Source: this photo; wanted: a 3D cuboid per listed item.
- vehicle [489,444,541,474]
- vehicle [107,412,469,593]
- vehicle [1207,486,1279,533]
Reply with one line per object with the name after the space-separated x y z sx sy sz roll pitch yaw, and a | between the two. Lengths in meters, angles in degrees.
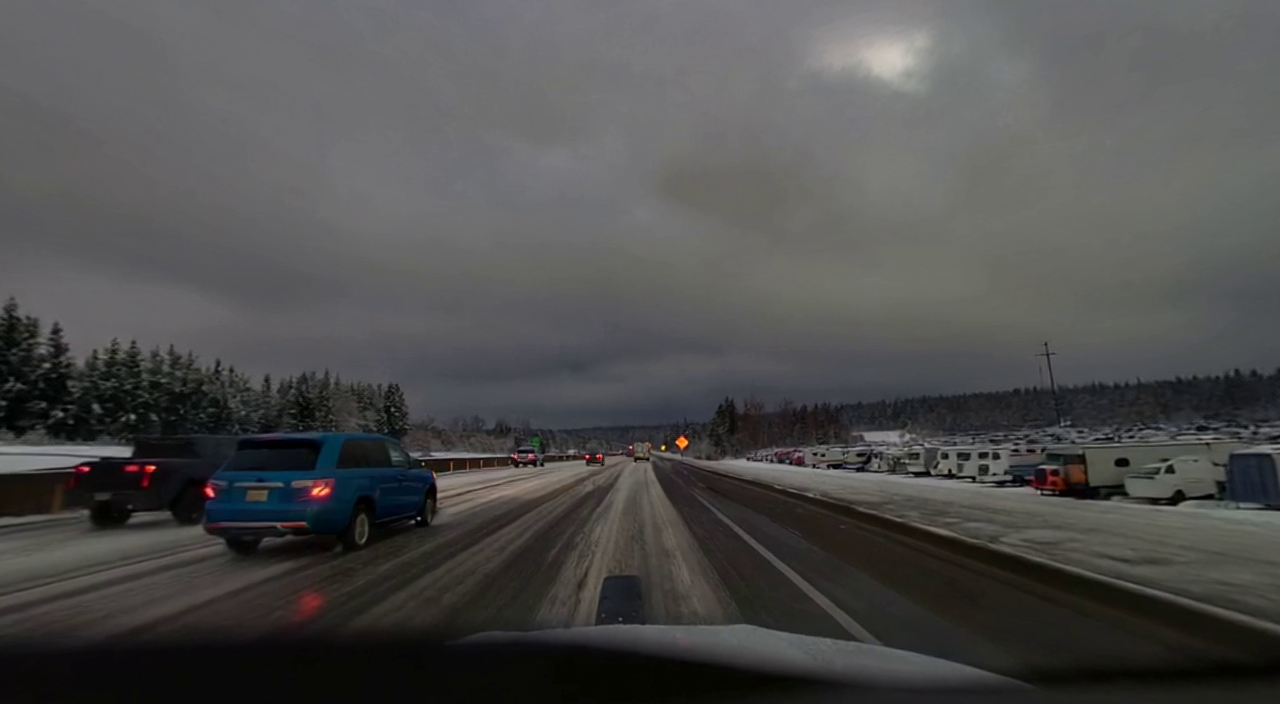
-7.424 6.371 37.777 2.046 1.644 4.422 0 -9 2 | vehicle
-3.872 1.720 8.044 2.070 1.665 4.213 0 -9 1 | vehicle
50.356 12.357 49.625 7.762 3.334 2.804 -1 -9 9 | vehicle
